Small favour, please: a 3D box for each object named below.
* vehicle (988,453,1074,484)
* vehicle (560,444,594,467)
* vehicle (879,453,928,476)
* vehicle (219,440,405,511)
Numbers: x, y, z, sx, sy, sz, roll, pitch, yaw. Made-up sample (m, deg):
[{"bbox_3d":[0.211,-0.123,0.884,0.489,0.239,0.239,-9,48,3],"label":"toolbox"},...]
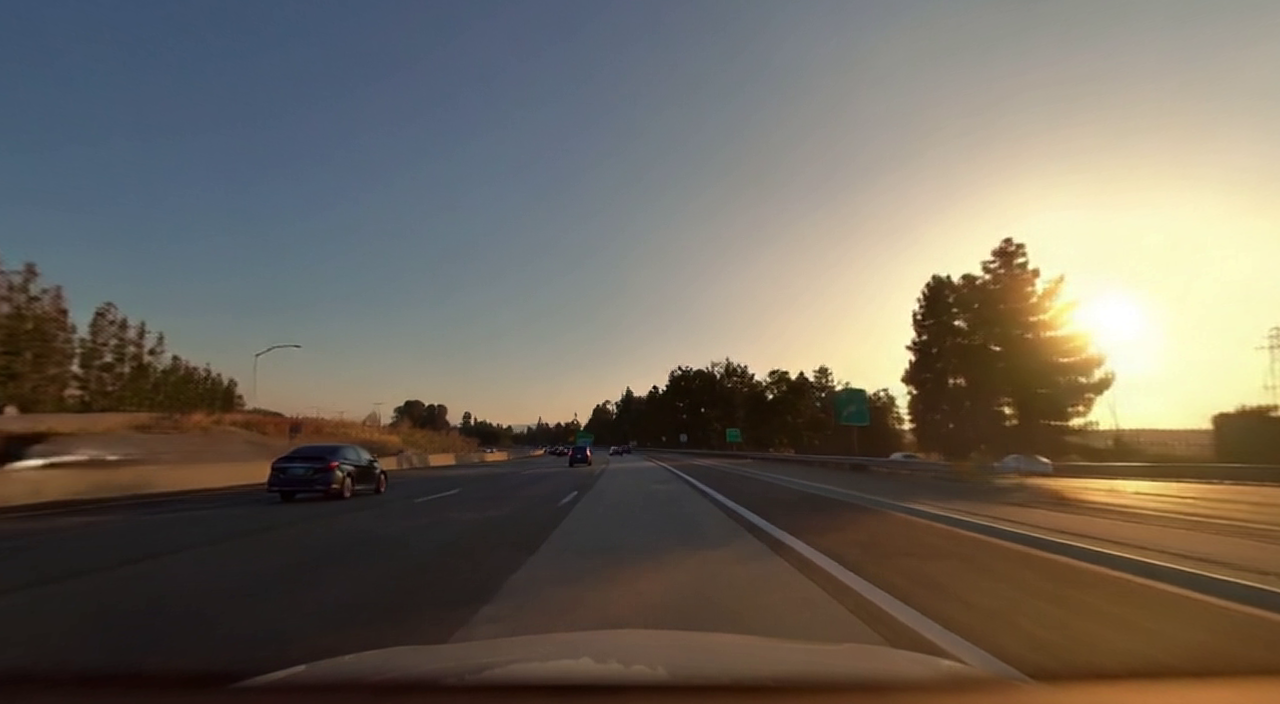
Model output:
[{"bbox_3d":[20.573,6.120,33.418,1.950,1.462,4.391,-1,-8,4],"label":"vehicle"},{"bbox_3d":[-4.189,6.963,42.621,1.936,1.465,4.060,0,-8,-1],"label":"vehicle"},{"bbox_3d":[18.807,8.015,45.223,2.005,1.478,4.056,-1,-8,4],"label":"vehicle"},{"bbox_3d":[-7.654,2.901,15.403,2.038,1.463,4.656,0,-8,0],"label":"vehicle"}]
